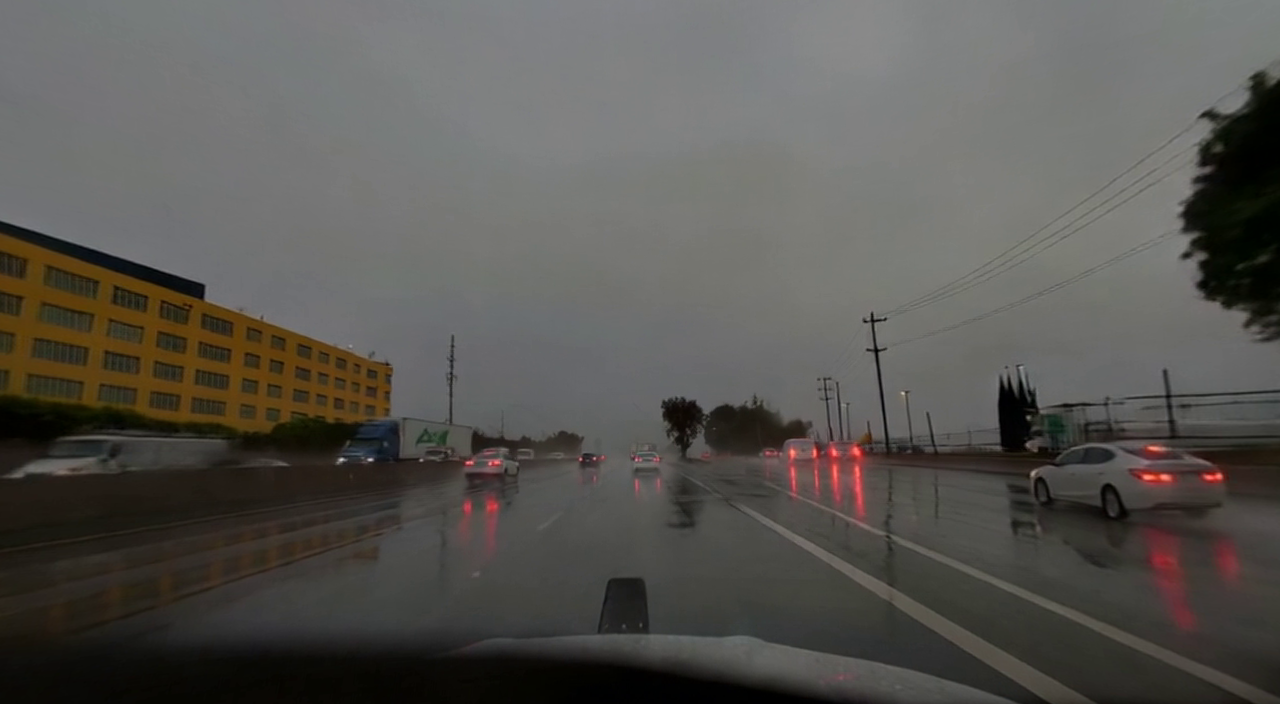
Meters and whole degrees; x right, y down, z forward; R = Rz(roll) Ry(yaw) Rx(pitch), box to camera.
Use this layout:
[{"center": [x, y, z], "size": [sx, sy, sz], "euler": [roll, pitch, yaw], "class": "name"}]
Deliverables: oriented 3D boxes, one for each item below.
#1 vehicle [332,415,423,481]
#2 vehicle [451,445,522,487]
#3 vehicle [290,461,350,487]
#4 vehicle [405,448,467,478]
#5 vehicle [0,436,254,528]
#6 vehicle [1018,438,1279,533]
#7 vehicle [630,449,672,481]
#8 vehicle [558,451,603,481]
[{"center": [-16.886, 6.252, 41.210], "size": [2.969, 3.910, 6.683], "euler": [-1, -8, 0], "class": "vehicle"}, {"center": [-7.169, 5.358, 30.098], "size": [2.106, 1.827, 4.814], "euler": [-1, -8, 1], "class": "vehicle"}, {"center": [-20.427, 7.779, 40.408], "size": [1.782, 1.449, 3.904], "euler": [-1, -9, 0], "class": "vehicle"}, {"center": [-12.862, 6.991, 40.197], "size": [2.249, 1.715, 5.424], "euler": [-1, -8, -1], "class": "vehicle"}, {"center": [-13.010, 3.185, 16.312], "size": [2.283, 1.915, 5.774], "euler": [-1, -8, 1], "class": "vehicle"}, {"center": [9.717, 2.481, 12.436], "size": [1.966, 1.484, 4.610], "euler": [-1, -8, 5], "class": "vehicle"}, {"center": [0.576, 6.091, 34.249], "size": [2.107, 1.538, 3.999], "euler": [-1, -8, 0], "class": "vehicle"}, {"center": [-3.319, 6.436, 35.972], "size": [2.059, 1.508, 4.662], "euler": [-1, -8, 1], "class": "vehicle"}]
